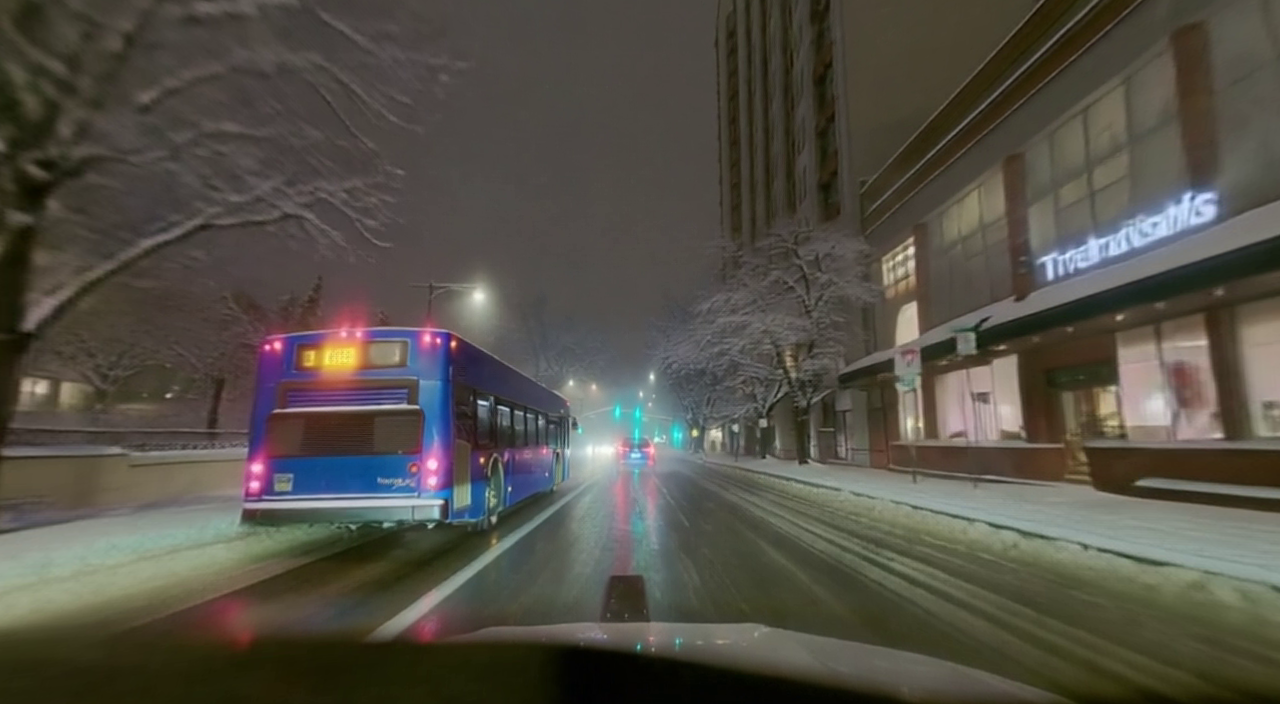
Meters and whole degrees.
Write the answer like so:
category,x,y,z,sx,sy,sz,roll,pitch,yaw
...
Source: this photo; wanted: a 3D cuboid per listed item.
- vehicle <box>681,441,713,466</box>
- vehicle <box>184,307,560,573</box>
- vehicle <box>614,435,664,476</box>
category,x,y,z,sx,sy,sz,roll,pitch,yaw
vehicle,4.331,7.796,48.588,2.138,1.787,4.522,0,-8,2
vehicle,-3.472,1.418,11.269,2.920,2.884,8.588,1,-6,0
vehicle,-0.020,4.664,28.622,2.120,1.727,3.917,0,-8,1
